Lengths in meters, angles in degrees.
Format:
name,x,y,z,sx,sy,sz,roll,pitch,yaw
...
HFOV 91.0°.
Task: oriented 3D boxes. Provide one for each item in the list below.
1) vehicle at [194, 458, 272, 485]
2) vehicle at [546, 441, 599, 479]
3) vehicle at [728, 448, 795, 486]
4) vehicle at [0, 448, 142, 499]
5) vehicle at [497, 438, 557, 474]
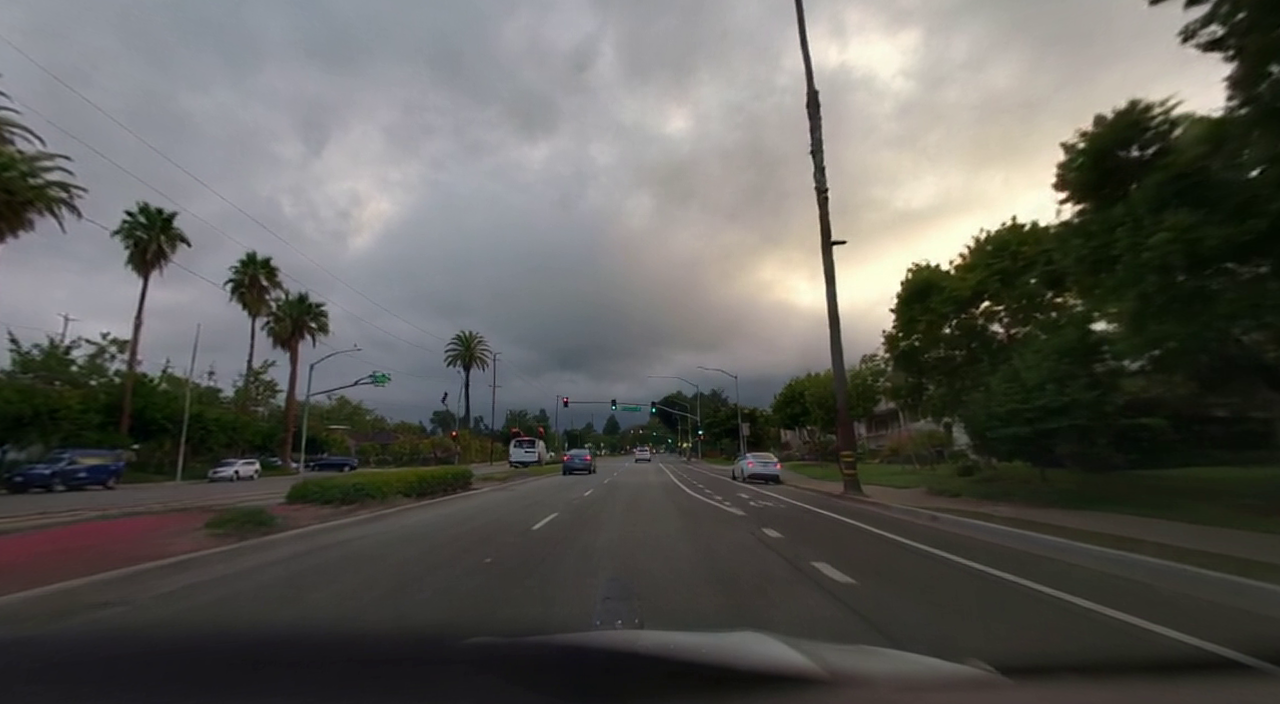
name,x,y,z,sx,sy,sz,roll,pitch,yaw
vehicle,-25.397,7.450,39.504,1.838,1.516,4.484,0,-9,1
vehicle,-3.393,5.572,32.600,2.116,1.806,4.516,0,-9,2
vehicle,5.195,4.985,27.500,1.994,1.507,4.173,0,-9,-2
vehicle,-25.125,5.207,27.521,2.116,1.947,5.507,0,-9,0
vehicle,-6.825,6.407,38.915,2.457,2.010,6.330,0,-9,1
